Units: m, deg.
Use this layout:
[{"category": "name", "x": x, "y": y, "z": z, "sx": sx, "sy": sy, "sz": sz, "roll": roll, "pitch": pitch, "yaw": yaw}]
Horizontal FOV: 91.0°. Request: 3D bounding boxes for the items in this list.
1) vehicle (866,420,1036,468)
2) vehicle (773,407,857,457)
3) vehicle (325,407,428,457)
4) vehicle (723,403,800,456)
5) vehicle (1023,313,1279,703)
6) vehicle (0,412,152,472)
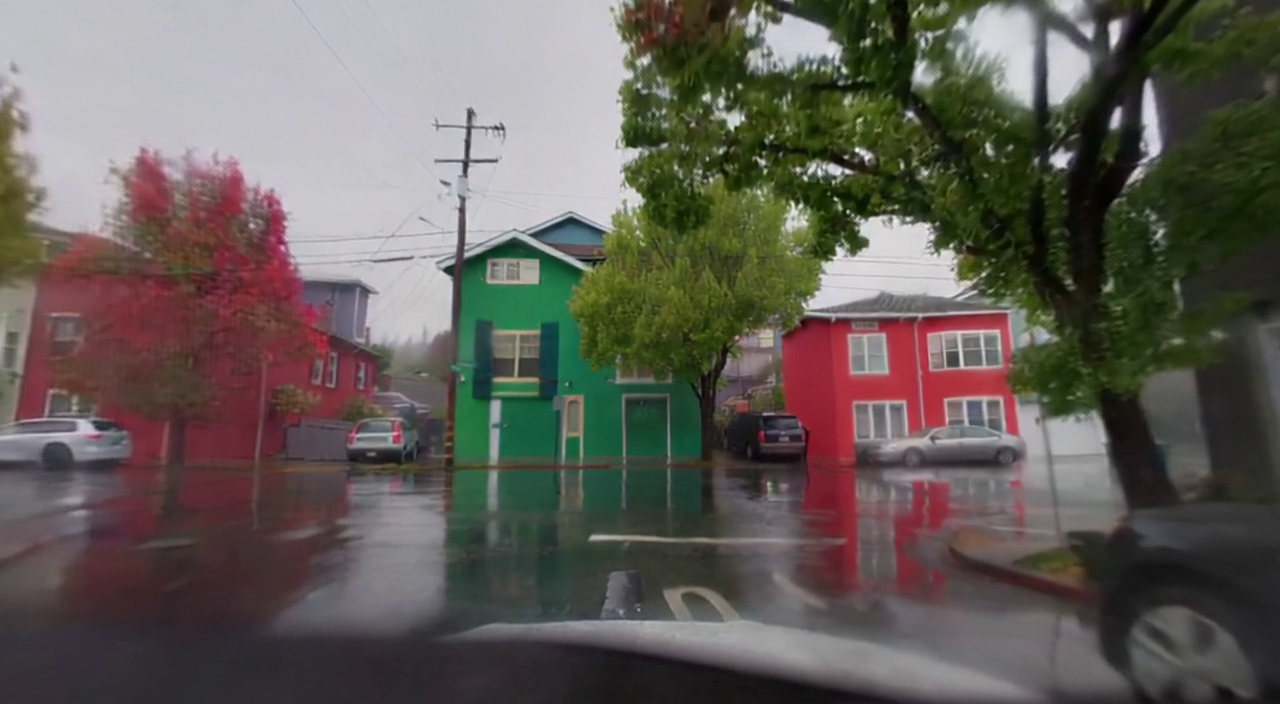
[{"category": "vehicle", "x": 10.297, "y": 3.086, "z": 21.144, "sx": 4.644, "sy": 1.482, "sz": 1.997, "roll": 0, "pitch": -8, "yaw": 1}, {"category": "vehicle", "x": 6.900, "y": 3.220, "z": 25.295, "sx": 2.053, "sy": 1.756, "sz": 4.034, "roll": -1, "pitch": -8, "yaw": -2}, {"category": "vehicle", "x": -10.167, "y": 3.177, "z": 24.763, "sx": 2.091, "sy": 1.760, "sz": 4.760, "roll": 0, "pitch": -8, "yaw": -2}, {"category": "vehicle", "x": 4.718, "y": 3.056, "z": 25.176, "sx": 2.081, "sy": 1.891, "sz": 4.367, "roll": -1, "pitch": -6, "yaw": -2}, {"category": "vehicle", "x": 3.290, "y": 0.606, "z": 0.884, "sx": 2.109, "sy": 1.811, "sz": 4.886, "roll": 0, "pitch": -8, "yaw": -5}, {"category": "vehicle", "x": -18.125, "y": 2.771, "z": 19.339, "sx": 4.417, "sy": 1.703, "sz": 2.093, "roll": 0, "pitch": -8, "yaw": -3}]
